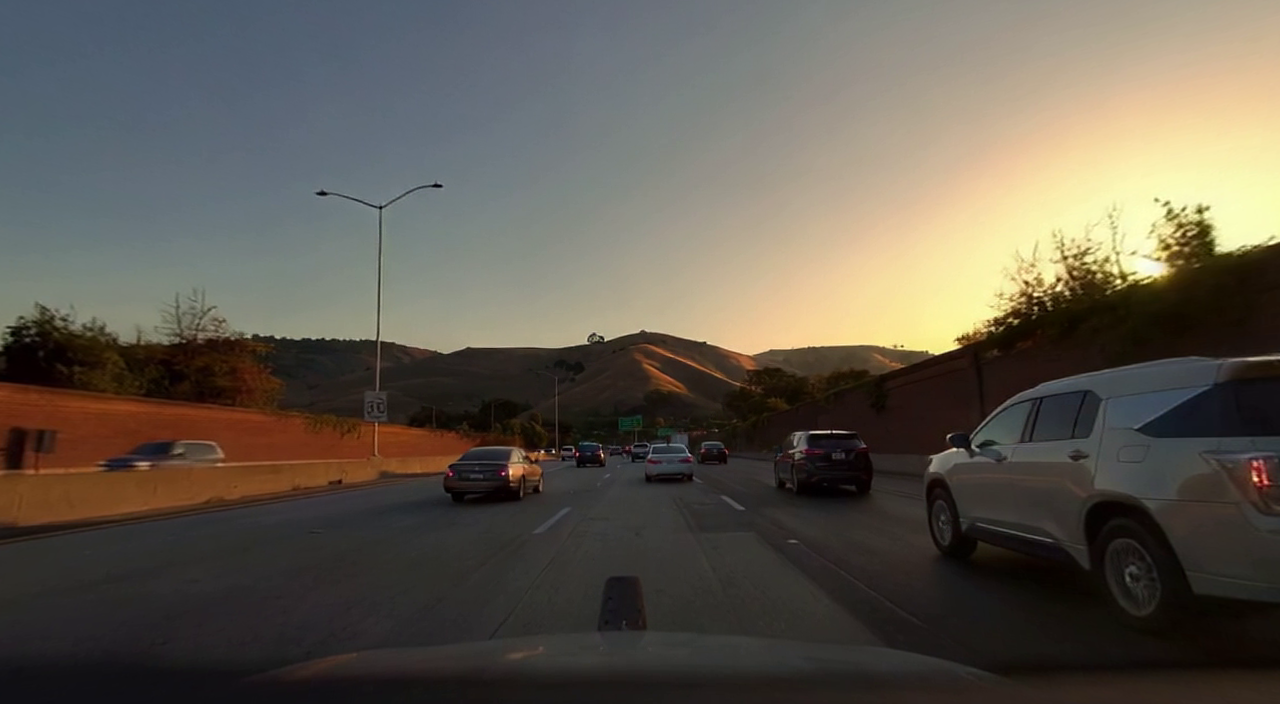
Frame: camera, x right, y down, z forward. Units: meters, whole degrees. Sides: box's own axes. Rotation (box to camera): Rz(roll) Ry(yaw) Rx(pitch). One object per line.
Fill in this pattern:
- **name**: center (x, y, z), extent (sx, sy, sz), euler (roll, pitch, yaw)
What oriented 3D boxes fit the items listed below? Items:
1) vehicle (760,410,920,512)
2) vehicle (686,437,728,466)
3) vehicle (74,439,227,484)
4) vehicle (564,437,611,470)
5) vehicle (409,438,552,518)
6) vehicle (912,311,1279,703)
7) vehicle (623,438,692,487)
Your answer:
- **vehicle**: center (4.155, 2.360, 14.066), extent (1.970, 1.872, 4.575), euler (0, -8, -1)
- **vehicle**: center (3.678, 5.532, 35.213), extent (1.855, 1.513, 3.915), euler (0, -8, -1)
- **vehicle**: center (-21.453, 4.788, 28.091), extent (2.205, 1.769, 5.650), euler (0, -8, 1)
- **vehicle**: center (-2.928, 5.781, 36.182), extent (2.154, 1.793, 4.736), euler (0, -8, 1)
- **vehicle**: center (-3.284, 2.669, 13.977), extent (1.961, 1.456, 4.362), euler (0, -8, 1)
- **vehicle**: center (3.710, 0.945, 4.076), extent (1.930, 1.831, 4.344), euler (0, -8, 0)
- **vehicle**: center (0.523, 3.661, 21.225), extent (2.105, 1.471, 3.978), euler (0, -8, 0)
